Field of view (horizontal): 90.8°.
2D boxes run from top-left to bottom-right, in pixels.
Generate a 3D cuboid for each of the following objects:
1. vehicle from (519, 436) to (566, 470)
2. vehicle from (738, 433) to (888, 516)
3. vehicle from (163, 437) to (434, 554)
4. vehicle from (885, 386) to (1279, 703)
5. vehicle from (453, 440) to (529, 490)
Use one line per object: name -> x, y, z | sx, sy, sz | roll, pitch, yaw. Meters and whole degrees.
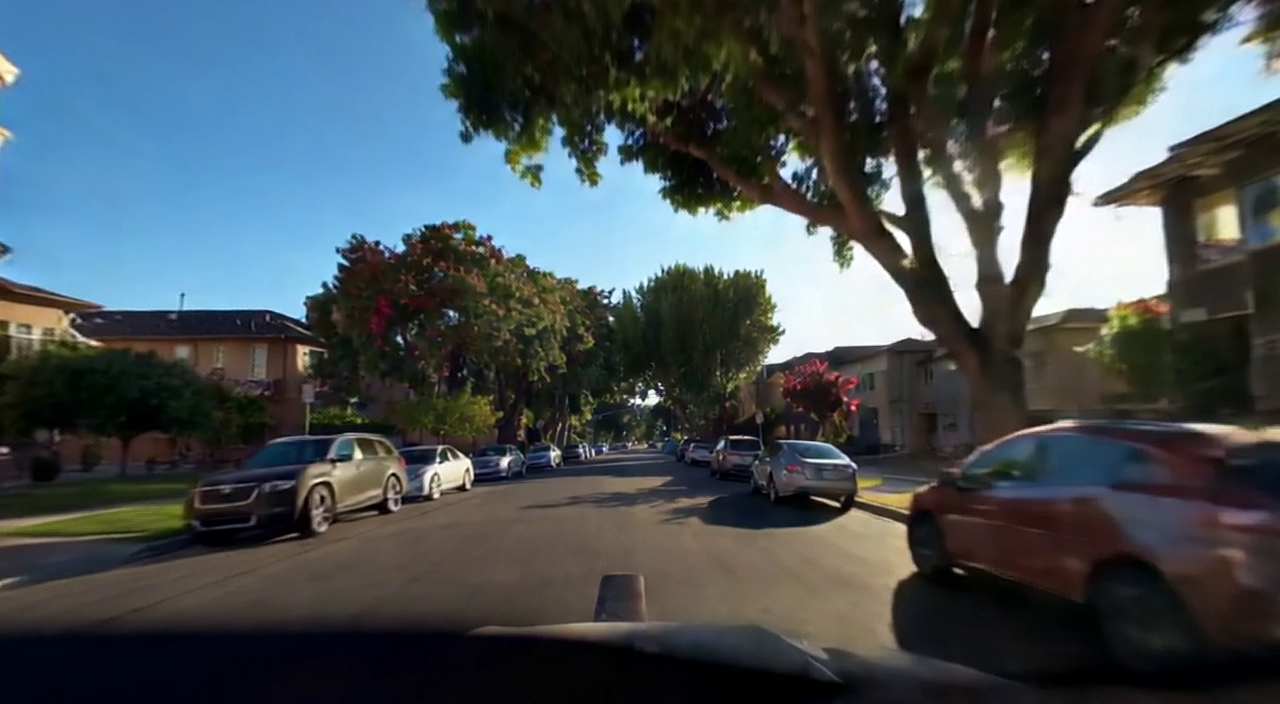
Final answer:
vehicle -> -5.787, 6.119, 38.161 | 2.106, 1.760, 4.573 | -4, -9, -1
vehicle -> 3.527, 2.572, 13.849 | 1.881, 1.482, 4.531 | 0, -8, -2
vehicle -> -5.737, 2.434, 11.637 | 2.169, 1.574, 5.016 | -3, -9, 1
vehicle -> 3.604, 1.235, 4.674 | 1.909, 1.595, 4.136 | 0, -8, 0
vehicle -> -5.781, 4.379, 25.065 | 1.901, 1.475, 4.425 | -4, -6, 0
